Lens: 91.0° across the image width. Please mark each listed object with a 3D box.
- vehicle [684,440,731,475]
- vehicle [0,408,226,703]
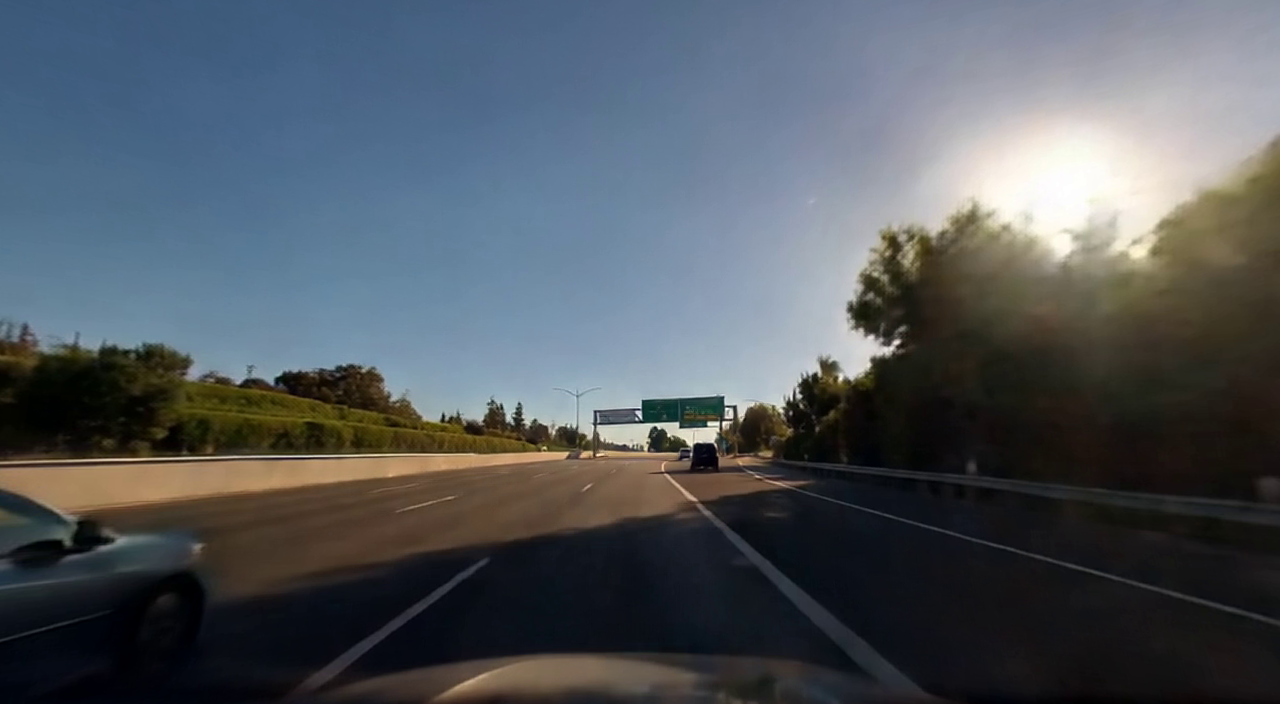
[{"bbox_3d":[3.772,5.985,35.794,2.225,1.833,4.340,0,-9,1],"label":"vehicle"},{"bbox_3d":[-3.505,0.840,1.567,1.937,1.490,4.372,0,-9,0],"label":"vehicle"}]
